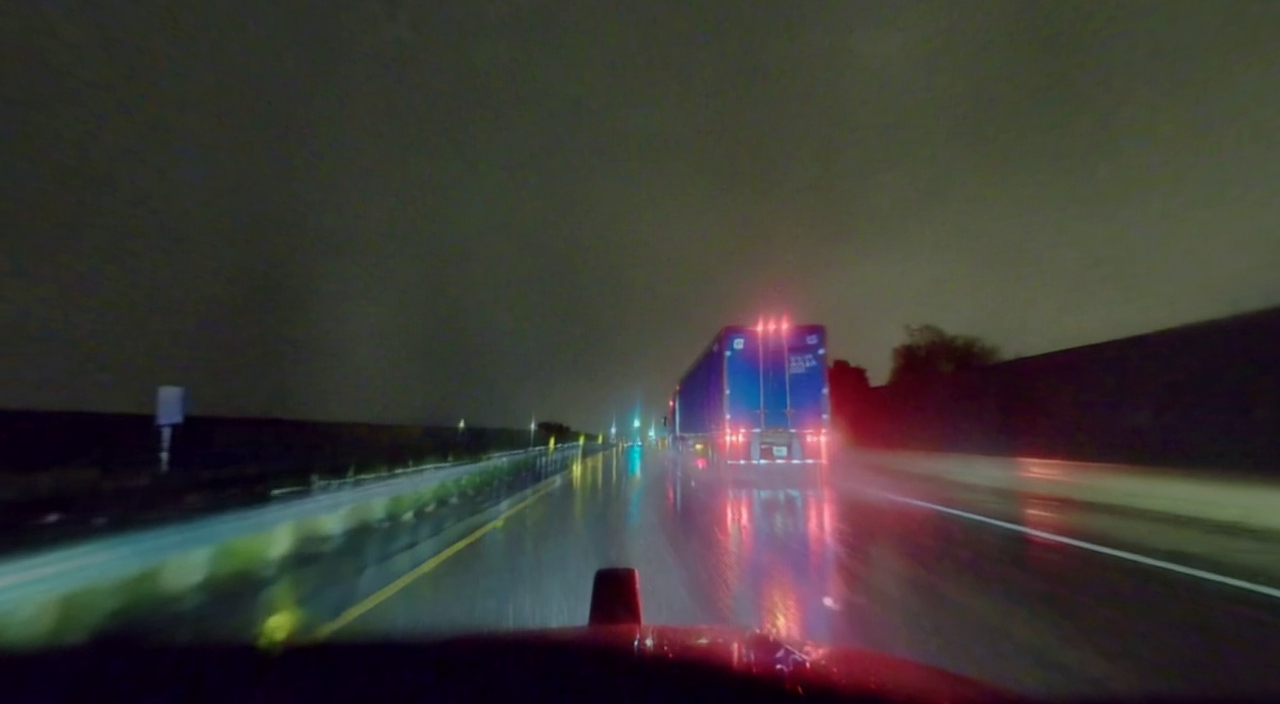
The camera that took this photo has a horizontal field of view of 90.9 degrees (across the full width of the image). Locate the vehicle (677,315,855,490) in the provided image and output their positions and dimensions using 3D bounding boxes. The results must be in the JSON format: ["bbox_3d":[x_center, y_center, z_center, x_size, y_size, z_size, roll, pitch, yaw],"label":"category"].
[{"bbox_3d":[3.276,2.037,21.315,2.924,4.024,13.639,0,-8,-1],"label":"vehicle"}]
